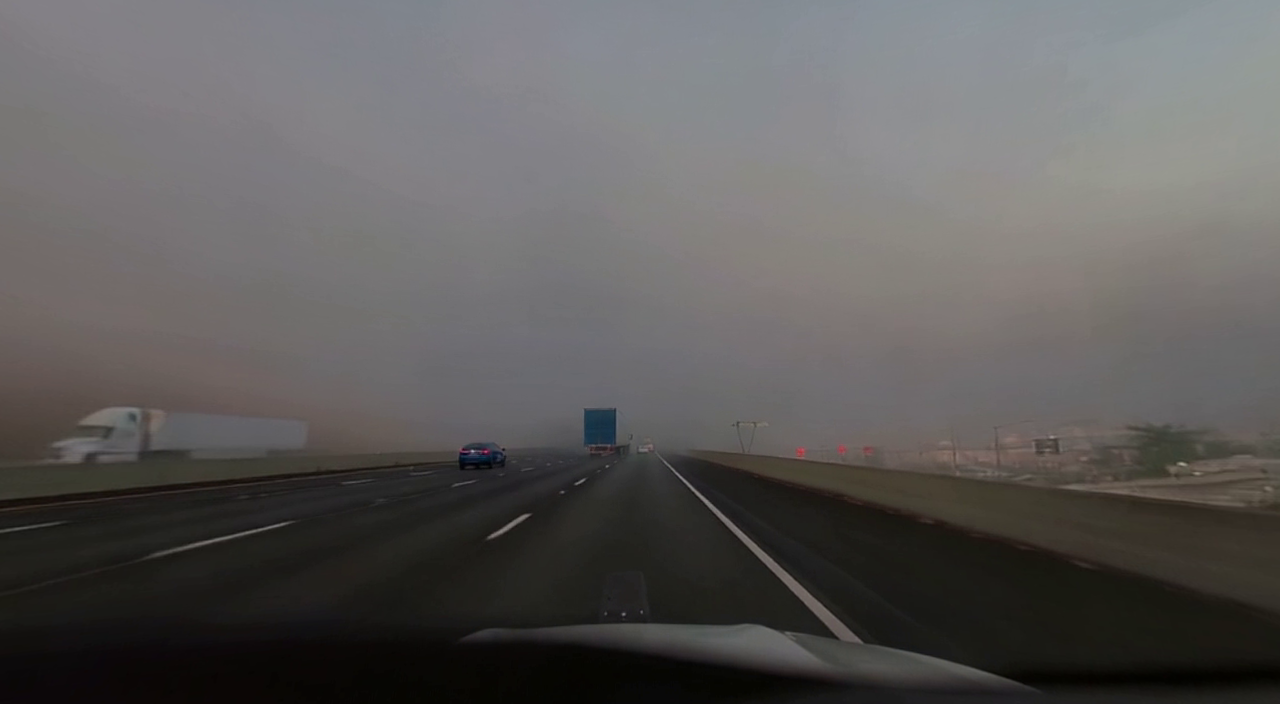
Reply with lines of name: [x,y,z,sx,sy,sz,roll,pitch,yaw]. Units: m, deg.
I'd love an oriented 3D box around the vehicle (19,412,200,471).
vehicle: [-32.599,5.621,39.381,2.885,3.192,9.464,0,-8,1]

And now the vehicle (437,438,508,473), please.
vehicle: [-7.640,4.745,29.128,1.901,1.467,4.629,0,-8,1]
